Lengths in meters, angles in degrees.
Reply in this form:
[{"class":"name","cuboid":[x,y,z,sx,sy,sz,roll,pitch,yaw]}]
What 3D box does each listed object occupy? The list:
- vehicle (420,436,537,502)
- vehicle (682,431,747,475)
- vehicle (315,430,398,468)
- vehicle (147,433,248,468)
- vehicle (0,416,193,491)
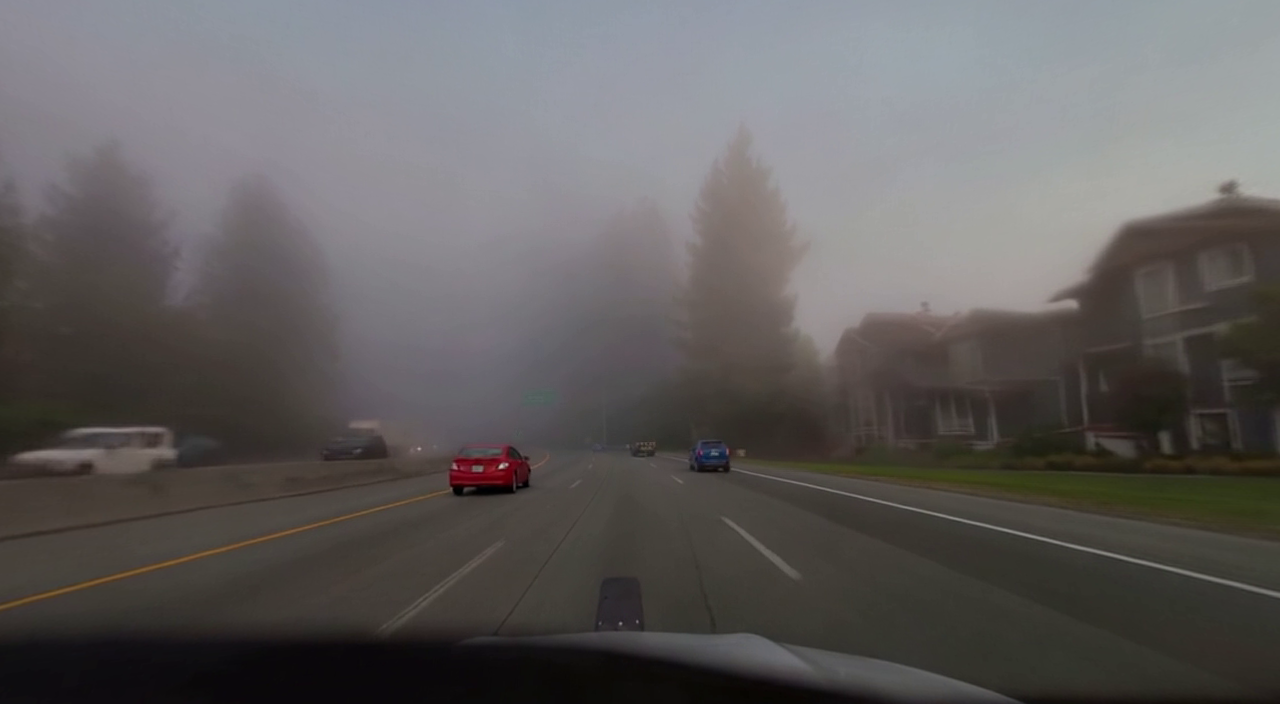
[{"class":"vehicle","cuboid":[-4.155,3.084,17.052,2.036,1.528,4.400,0,-9,-1]},{"class":"vehicle","cuboid":[3.027,4.228,26.505,2.092,1.686,4.188,0,-9,-2]},{"class":"vehicle","cuboid":[-12.890,4.444,28.951,1.896,1.590,4.222,0,-9,-1]},{"class":"vehicle","cuboid":[-20.681,4.622,29.679,1.857,1.522,4.077,0,-8,-1]},{"class":"vehicle","cuboid":[-16.437,2.920,18.293,2.878,1.844,5.557,0,-9,-2]}]
